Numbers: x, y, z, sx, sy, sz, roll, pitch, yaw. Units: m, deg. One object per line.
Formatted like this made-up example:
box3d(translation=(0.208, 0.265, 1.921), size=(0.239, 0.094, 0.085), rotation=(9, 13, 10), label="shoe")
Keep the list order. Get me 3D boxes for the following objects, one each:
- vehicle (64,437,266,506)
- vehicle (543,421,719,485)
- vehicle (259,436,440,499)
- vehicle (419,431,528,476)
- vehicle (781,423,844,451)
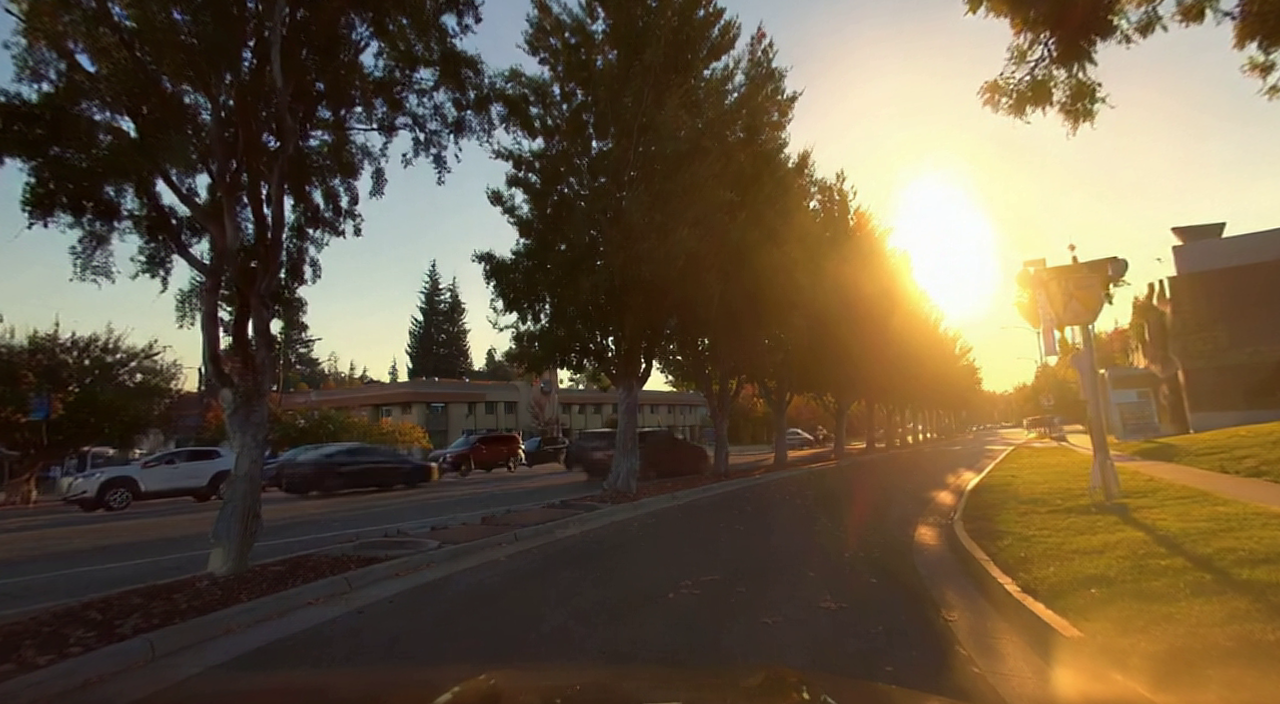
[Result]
box3d(translation=(-15.754, 3.909, 21.269), size=(2.294, 2.000, 4.788), rotation=(-7, -10, 33), label="vehicle")
box3d(translation=(-0.130, 2.945, 18.456), size=(2.201, 1.574, 5.060), rotation=(-11, -13, 42), label="vehicle")
box3d(translation=(-9.643, 3.822, 21.317), size=(2.313, 1.688, 5.015), rotation=(-12, -12, 39), label="vehicle")
box3d(translation=(-8.239, 5.002, 31.723), size=(2.134, 1.924, 4.911), rotation=(-7, -8, 41), label="vehicle")
box3d(translation=(10.919, 5.336, 39.690), size=(2.040, 1.625, 5.119), rotation=(-5, -10, 36), label="vehicle")
